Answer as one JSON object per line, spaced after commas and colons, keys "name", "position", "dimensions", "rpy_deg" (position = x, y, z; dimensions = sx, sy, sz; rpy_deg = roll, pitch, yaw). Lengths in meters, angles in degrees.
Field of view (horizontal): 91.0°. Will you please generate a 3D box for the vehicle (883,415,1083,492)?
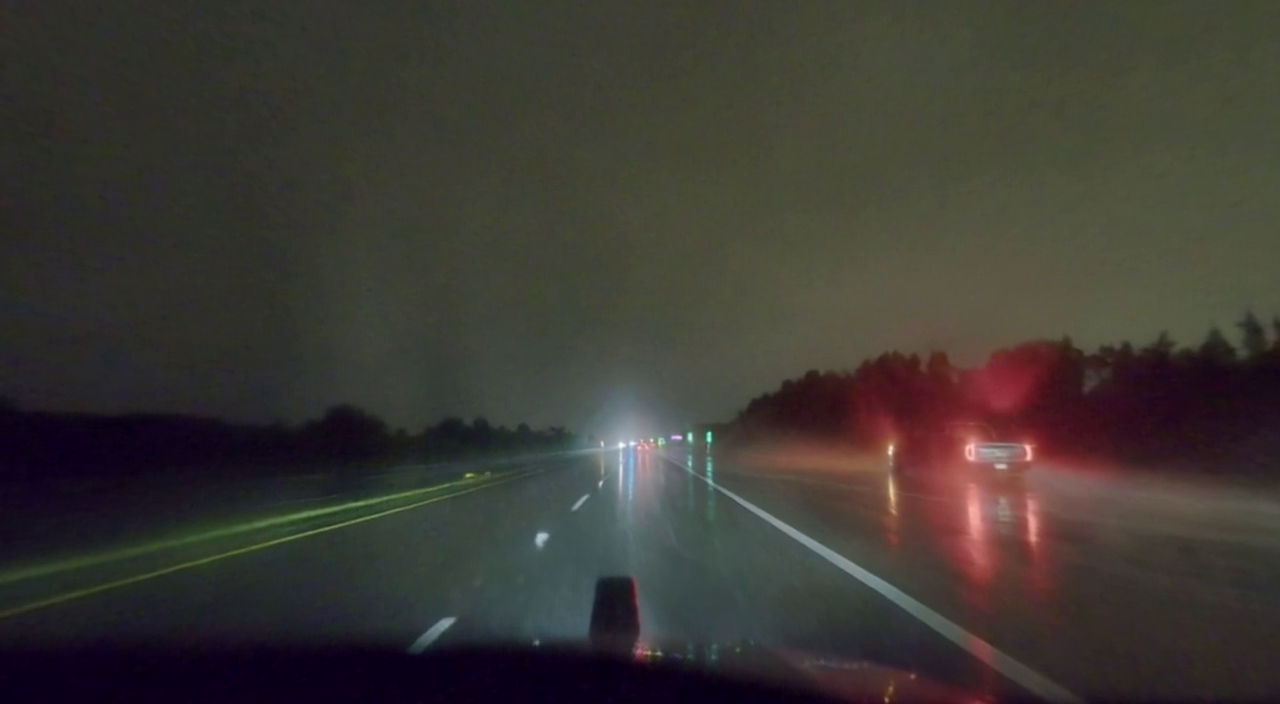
{"name": "vehicle", "position": [9.759, 2.946, 18.626], "dimensions": [2.328, 1.916, 5.227], "rpy_deg": [1, -8, -10]}
